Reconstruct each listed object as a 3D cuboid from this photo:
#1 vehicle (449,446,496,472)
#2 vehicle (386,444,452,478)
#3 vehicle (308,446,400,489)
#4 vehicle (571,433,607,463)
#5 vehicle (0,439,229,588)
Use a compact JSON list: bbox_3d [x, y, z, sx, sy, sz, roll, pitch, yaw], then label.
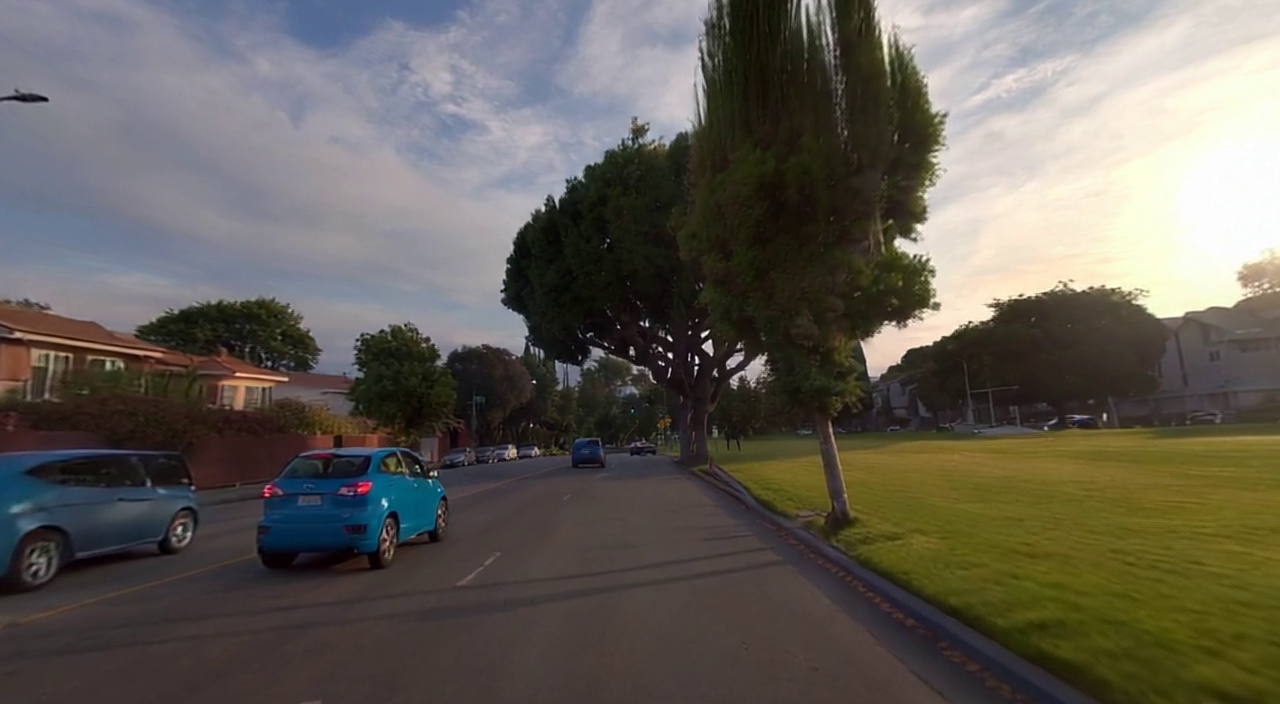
[{"bbox_3d":[-12.412,7.938,46.812,2.161,1.781,4.690,-1,-8,1],"label":"vehicle"},{"bbox_3d":[-12.491,6.152,35.804,2.066,1.785,4.608,0,-8,-1],"label":"vehicle"},{"bbox_3d":[-12.537,5.044,27.906,2.106,1.701,4.629,0,-8,-4],"label":"vehicle"},{"bbox_3d":[-3.199,6.185,40.438,1.908,1.809,4.230,0,-8,1],"label":"vehicle"},{"bbox_3d":[-9.226,2.385,10.062,2.019,1.907,4.697,-1,-8,1],"label":"vehicle"}]
